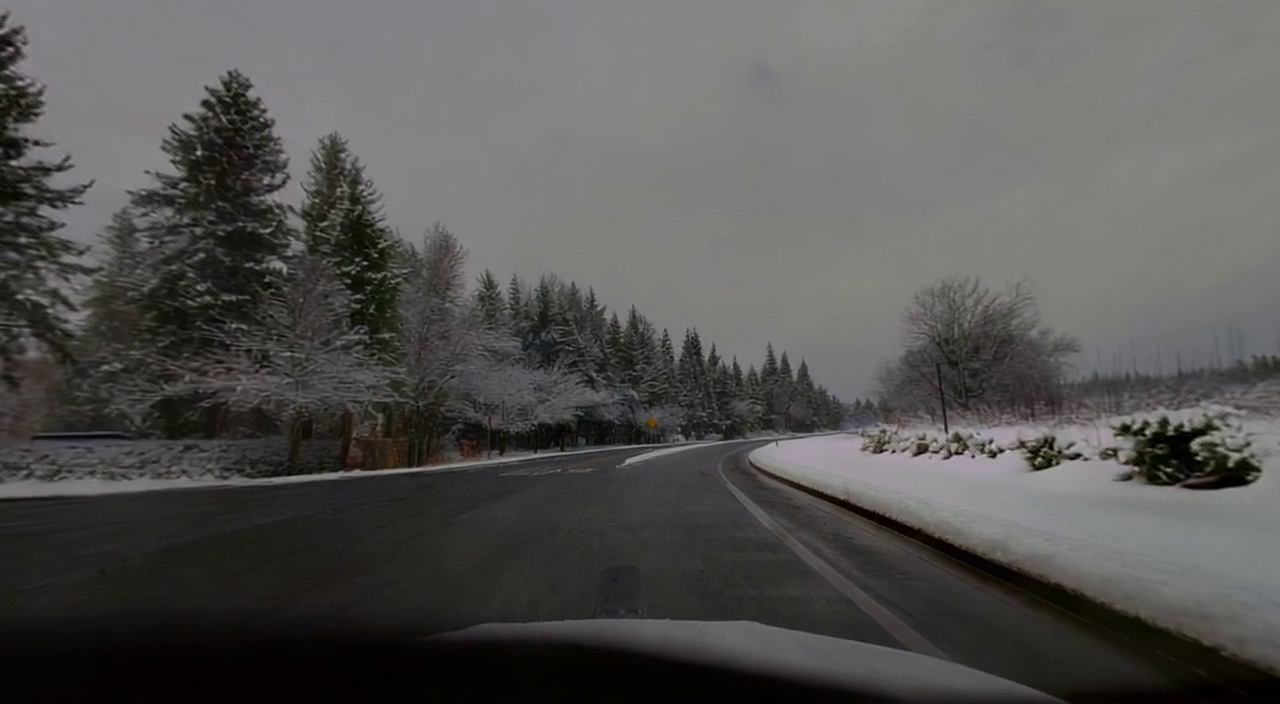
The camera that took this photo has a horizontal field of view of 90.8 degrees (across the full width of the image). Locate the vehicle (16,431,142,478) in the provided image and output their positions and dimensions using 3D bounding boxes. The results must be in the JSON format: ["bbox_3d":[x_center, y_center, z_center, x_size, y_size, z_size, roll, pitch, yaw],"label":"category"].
[{"bbox_3d":[-28.373,5.169,32.056,4.733,1.892,1.939,-4,-5,2],"label":"vehicle"}]
